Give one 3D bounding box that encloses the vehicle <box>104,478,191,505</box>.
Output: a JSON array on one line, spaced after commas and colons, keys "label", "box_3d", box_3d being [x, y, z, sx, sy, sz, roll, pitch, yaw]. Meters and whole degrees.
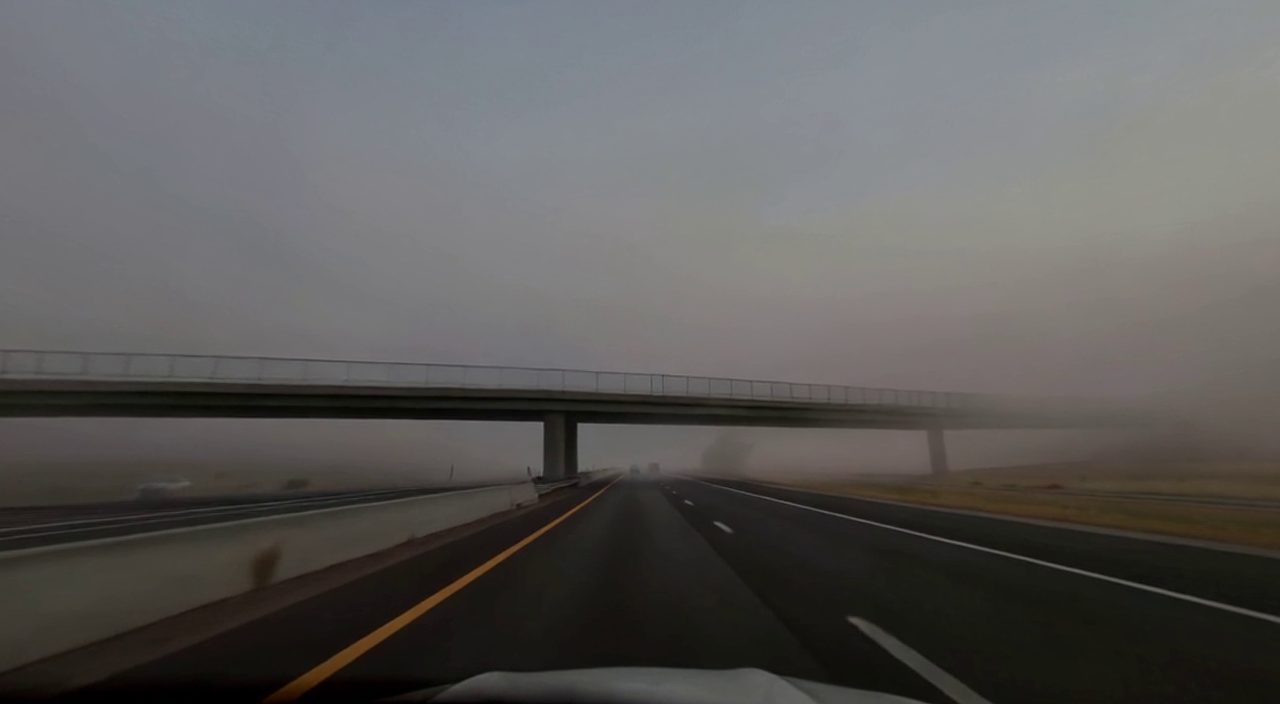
[{"label": "vehicle", "box_3d": [-30.051, 8.491, 38.619, 1.812, 1.448, 4.317, 1, -10, 1]}]
